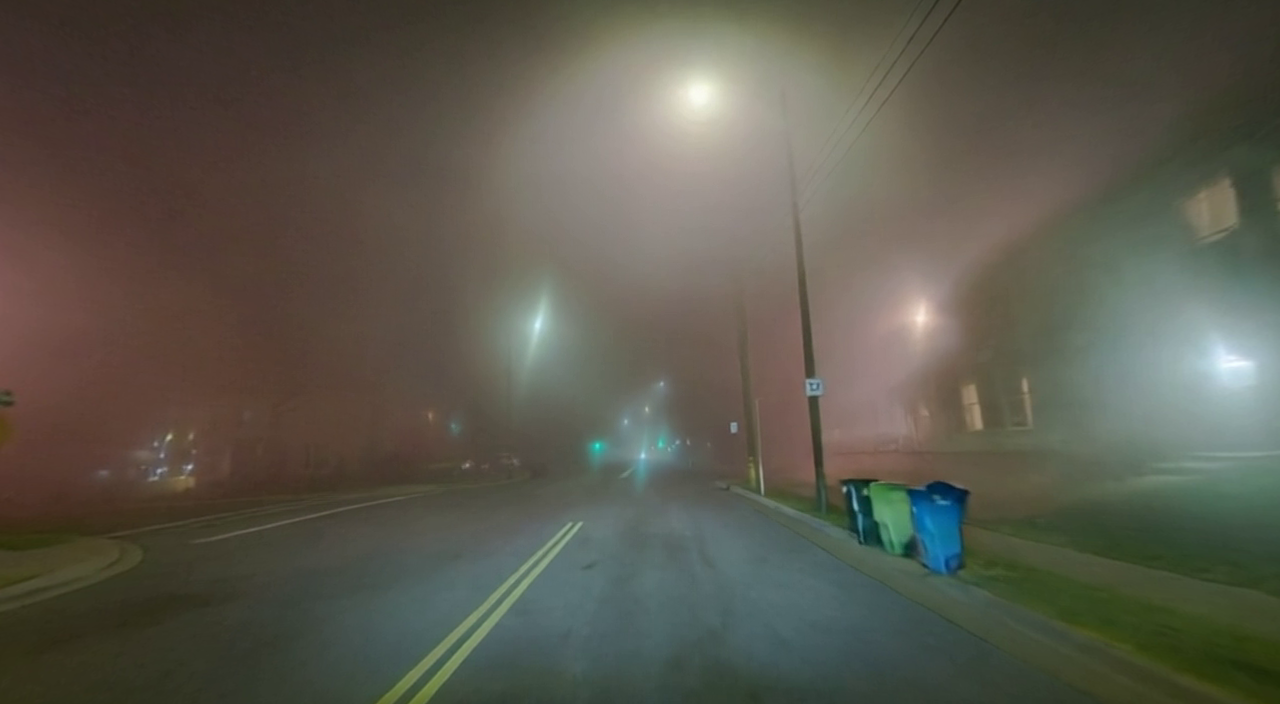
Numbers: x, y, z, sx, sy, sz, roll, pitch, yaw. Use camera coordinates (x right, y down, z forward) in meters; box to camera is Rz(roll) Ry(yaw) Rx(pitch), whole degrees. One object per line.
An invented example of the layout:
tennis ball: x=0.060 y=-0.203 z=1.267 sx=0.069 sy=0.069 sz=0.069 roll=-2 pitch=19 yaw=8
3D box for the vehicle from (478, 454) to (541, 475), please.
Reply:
vehicle: x=-9.890 y=8.505 z=47.695 sx=4.293 sy=1.484 sz=1.981 roll=4 pitch=-10 yaw=-22
